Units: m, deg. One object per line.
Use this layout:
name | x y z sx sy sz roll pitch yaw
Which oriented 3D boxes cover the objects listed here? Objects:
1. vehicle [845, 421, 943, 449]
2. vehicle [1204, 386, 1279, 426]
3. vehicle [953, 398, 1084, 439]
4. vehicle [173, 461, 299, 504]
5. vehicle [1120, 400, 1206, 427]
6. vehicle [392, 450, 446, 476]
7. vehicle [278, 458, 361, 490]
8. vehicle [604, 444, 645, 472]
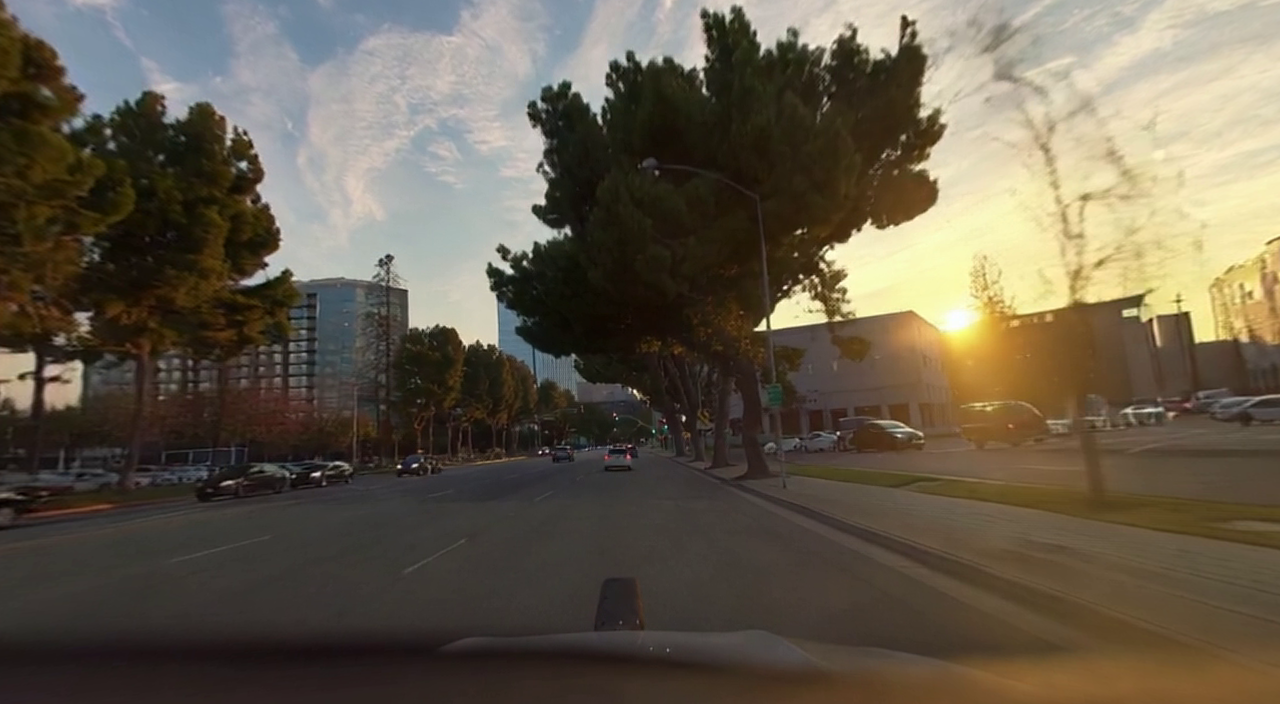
vehicle | 13.146 4.330 32.948 4.144 1.407 2.201 0 -8 -2
vehicle | 28.831 2.516 28.826 1.857 1.615 4.839 0 -8 2
vehicle | 15.082 2.709 25.306 3.956 1.504 2.170 2 -9 -9
vehicle | -16.545 5.332 26.225 2.058 1.459 4.704 0 -8 1
vehicle | 38.114 4.570 46.235 2.472 1.736 4.684 -1 -8 5
vehicle | -16.873 8.455 48.508 2.342 1.868 4.758 0 -8 0
vehicle | -17.070 6.499 33.978 1.985 1.471 4.797 0 -8 0
vehicle | -0.840 6.185 37.099 2.235 1.500 4.420 0 -8 1
